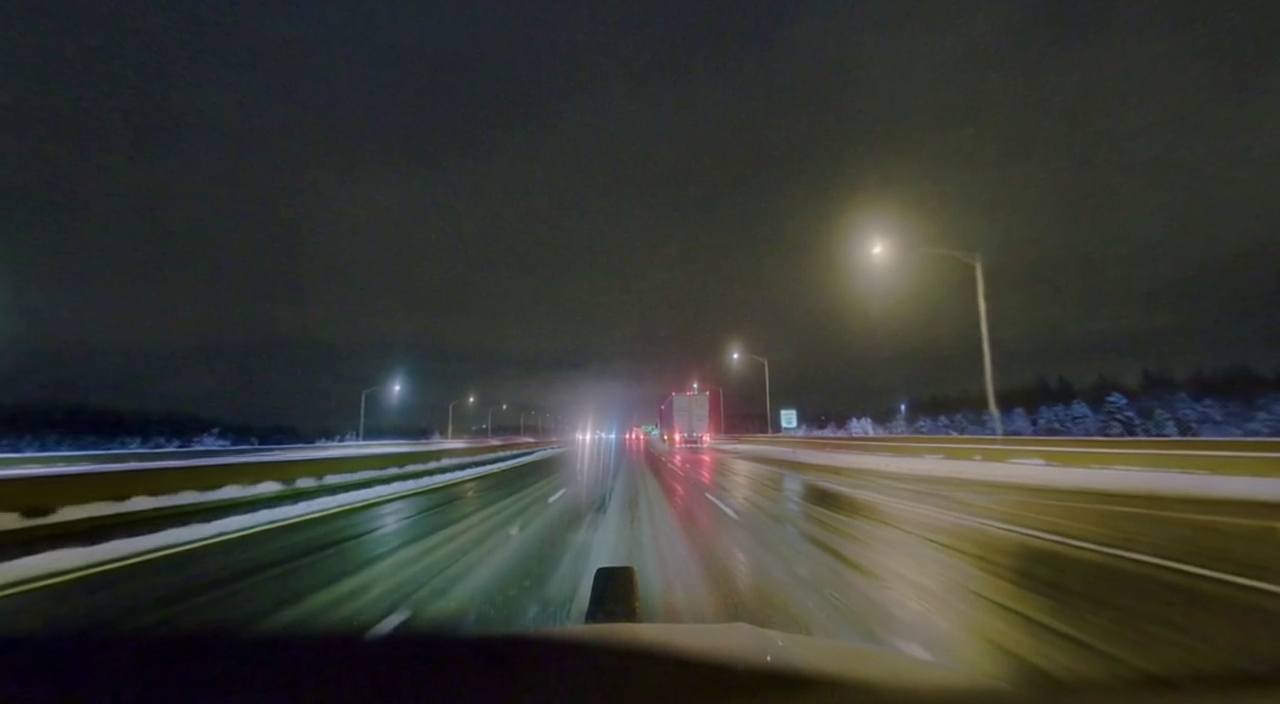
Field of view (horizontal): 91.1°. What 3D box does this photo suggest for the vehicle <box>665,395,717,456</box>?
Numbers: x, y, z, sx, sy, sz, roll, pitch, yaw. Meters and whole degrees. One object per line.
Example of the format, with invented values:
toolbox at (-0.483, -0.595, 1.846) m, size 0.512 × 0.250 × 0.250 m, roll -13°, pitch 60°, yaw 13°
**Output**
vehicle at (3.485, 5.358, 45.229) m, size 2.859 × 3.981 × 8.596 m, roll 0°, pitch -8°, yaw -1°
